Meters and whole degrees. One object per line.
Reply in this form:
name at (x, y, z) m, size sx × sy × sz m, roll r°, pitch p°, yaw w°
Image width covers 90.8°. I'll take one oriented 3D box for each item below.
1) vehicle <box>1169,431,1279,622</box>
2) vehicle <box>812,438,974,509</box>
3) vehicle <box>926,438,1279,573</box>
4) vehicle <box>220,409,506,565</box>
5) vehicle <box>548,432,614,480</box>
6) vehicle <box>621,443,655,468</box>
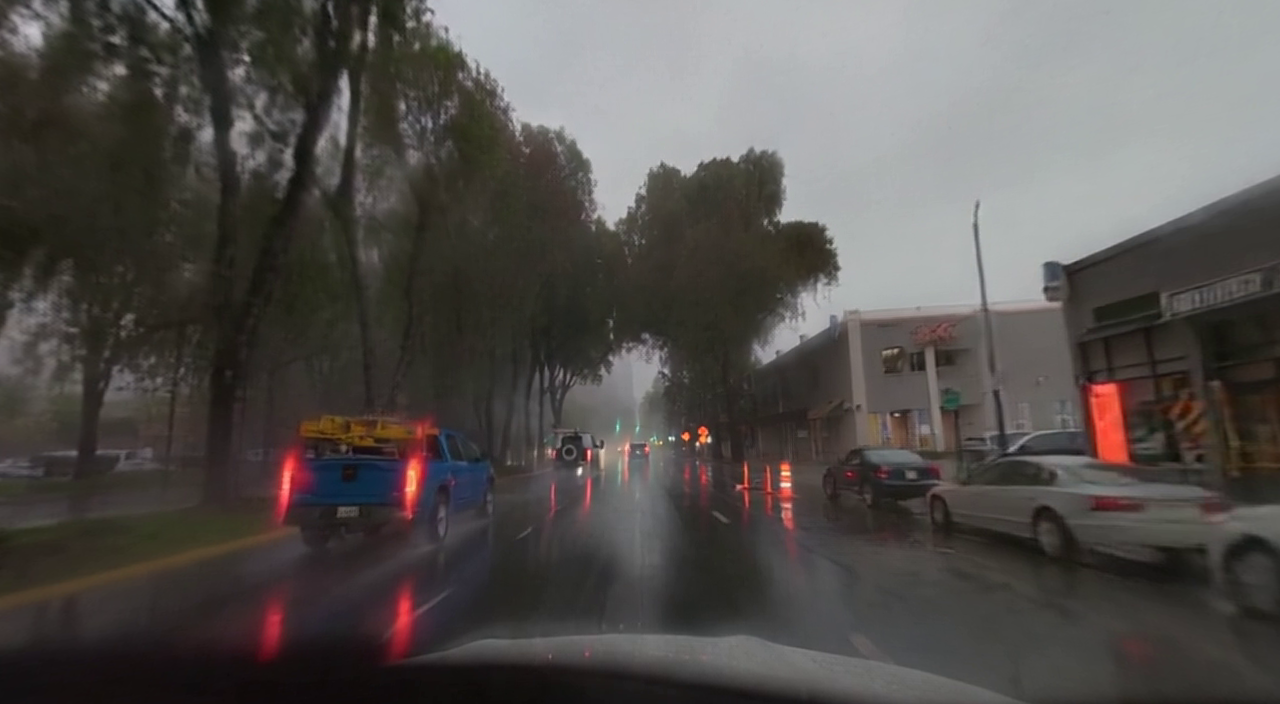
vehicle at (6.027, 1.185, 3.681) m, size 2.045 × 1.505 × 4.615 m, roll -1°, pitch -8°, yaw 3°
vehicle at (6.631, 3.214, 17.342) m, size 2.126 × 1.642 × 4.888 m, roll 1°, pitch -9°, yaw -4°
vehicle at (6.686, 2.147, 9.872) m, size 2.012 × 1.523 × 5.204 m, roll 0°, pitch -8°, yaw 0°
vehicle at (-3.666, 1.889, 9.563) m, size 2.327 × 1.775 × 4.430 m, roll 0°, pitch -8°, yaw 0°
vehicle at (-2.695, 4.955, 30.437) m, size 2.424 × 2.063 × 5.678 m, roll 0°, pitch -8°, yaw 2°
vehicle at (-0.216, 7.701, 47.346) m, size 2.413 × 1.748 × 4.406 m, roll 0°, pitch -8°, yaw -1°
